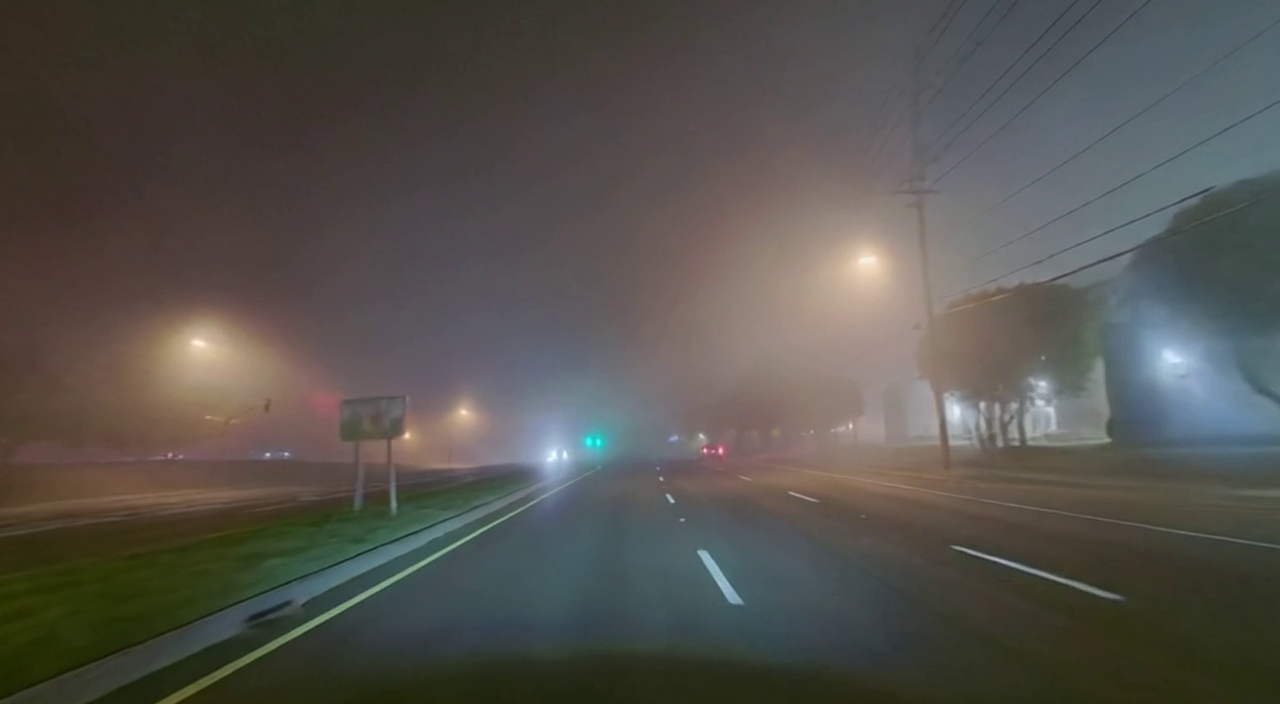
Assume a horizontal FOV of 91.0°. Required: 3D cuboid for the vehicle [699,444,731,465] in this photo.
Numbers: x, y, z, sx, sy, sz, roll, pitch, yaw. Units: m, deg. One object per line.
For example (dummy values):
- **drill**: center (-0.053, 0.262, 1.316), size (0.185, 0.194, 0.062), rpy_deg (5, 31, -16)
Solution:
- **vehicle**: center (5.628, 7.764, 47.743), size (1.908, 1.476, 3.880), rpy_deg (0, -9, -1)
